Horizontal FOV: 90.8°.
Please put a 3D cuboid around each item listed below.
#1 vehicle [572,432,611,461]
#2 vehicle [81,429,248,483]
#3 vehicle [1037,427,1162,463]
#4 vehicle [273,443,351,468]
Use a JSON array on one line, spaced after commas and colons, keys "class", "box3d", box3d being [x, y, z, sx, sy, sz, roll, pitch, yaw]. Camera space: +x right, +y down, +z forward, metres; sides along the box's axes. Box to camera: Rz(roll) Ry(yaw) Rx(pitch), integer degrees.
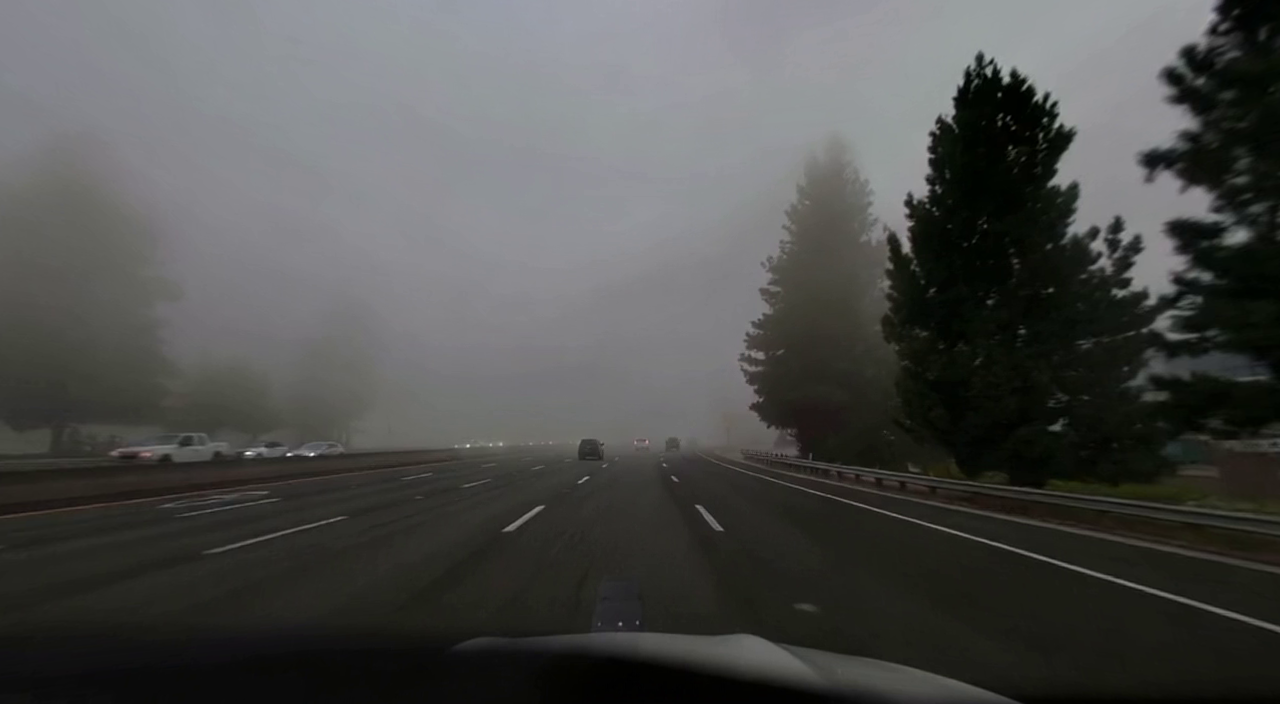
[{"class": "vehicle", "box3d": [-3.180, 6.328, 42.266, 2.139, 1.782, 4.079, -1, -8, 2]}, {"class": "vehicle", "box3d": [-19.513, 4.307, 26.440, 2.437, 1.982, 5.756, 0, -8, 1]}, {"class": "vehicle", "box3d": [21.577, 4.438, 29.855, 4.503, 1.448, 1.819, -8, -12, 34]}, {"class": "vehicle", "box3d": [-20.441, 6.452, 39.610, 2.174, 1.458, 4.566, -1, -8, 5]}]
